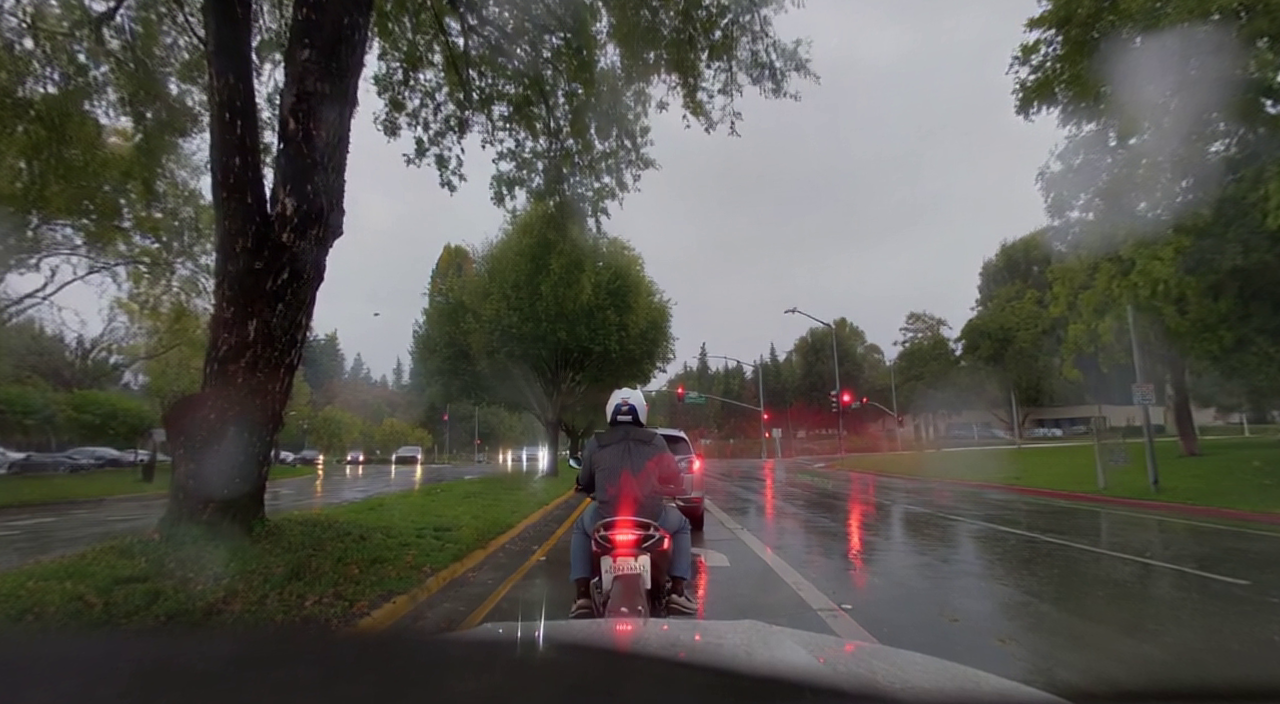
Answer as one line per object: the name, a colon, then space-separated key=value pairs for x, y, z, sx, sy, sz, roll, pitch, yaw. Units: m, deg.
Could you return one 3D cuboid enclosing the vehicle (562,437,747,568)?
vehicle: x=0.125 y=2.025 z=9.418 sx=2.093 sy=1.450 sz=4.437 roll=0 pitch=-8 yaw=-1
